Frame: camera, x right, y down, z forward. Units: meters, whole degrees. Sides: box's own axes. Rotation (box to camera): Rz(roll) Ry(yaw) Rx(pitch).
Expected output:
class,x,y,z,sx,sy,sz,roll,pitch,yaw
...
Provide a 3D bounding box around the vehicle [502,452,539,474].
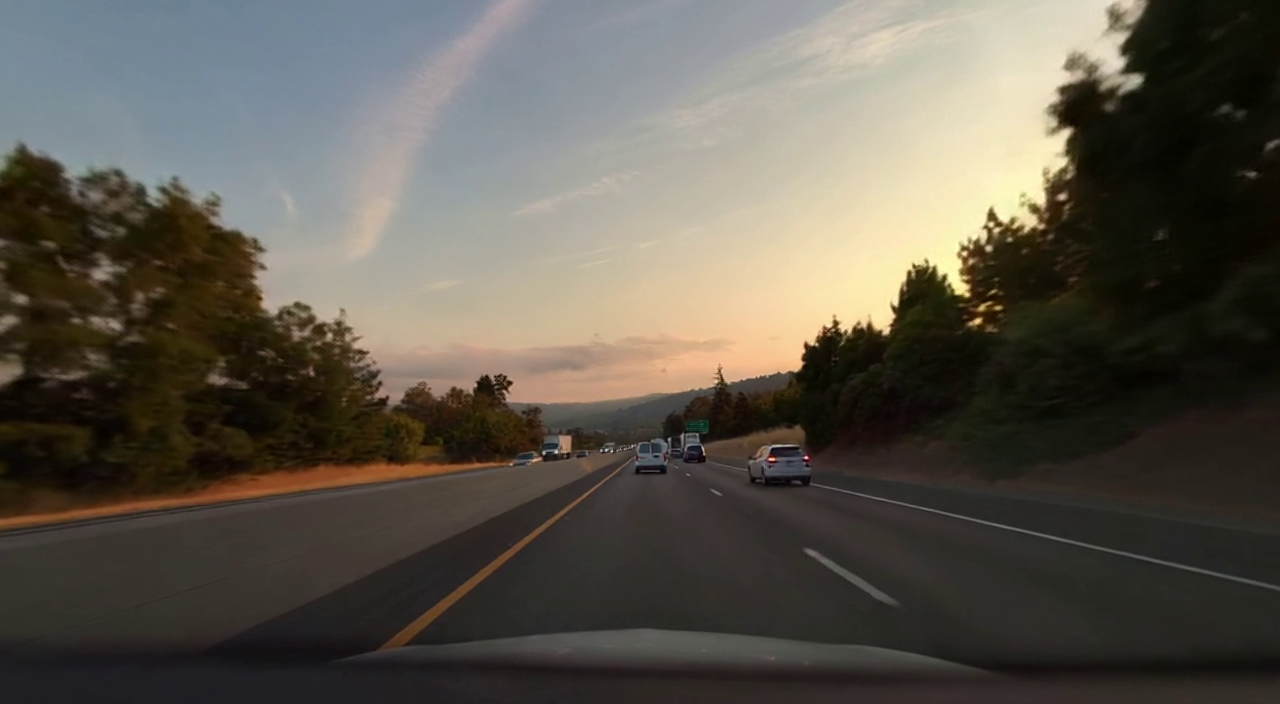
class,x,y,z,sx,sy,sz,roll,pitch,yaw
vehicle,-8.552,7.962,45.389,1.884,1.486,3.974,0,-9,1

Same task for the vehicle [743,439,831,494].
class,x,y,z,sx,sy,sz,roll,pitch,yaw
vehicle,4.584,3.609,20.189,1.868,1.566,3.509,0,-9,-1

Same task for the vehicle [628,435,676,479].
class,x,y,z,sx,sy,sz,roll,pitch,yaw
vehicle,0.528,5.031,30.400,2.143,1.925,4.101,0,-9,0
